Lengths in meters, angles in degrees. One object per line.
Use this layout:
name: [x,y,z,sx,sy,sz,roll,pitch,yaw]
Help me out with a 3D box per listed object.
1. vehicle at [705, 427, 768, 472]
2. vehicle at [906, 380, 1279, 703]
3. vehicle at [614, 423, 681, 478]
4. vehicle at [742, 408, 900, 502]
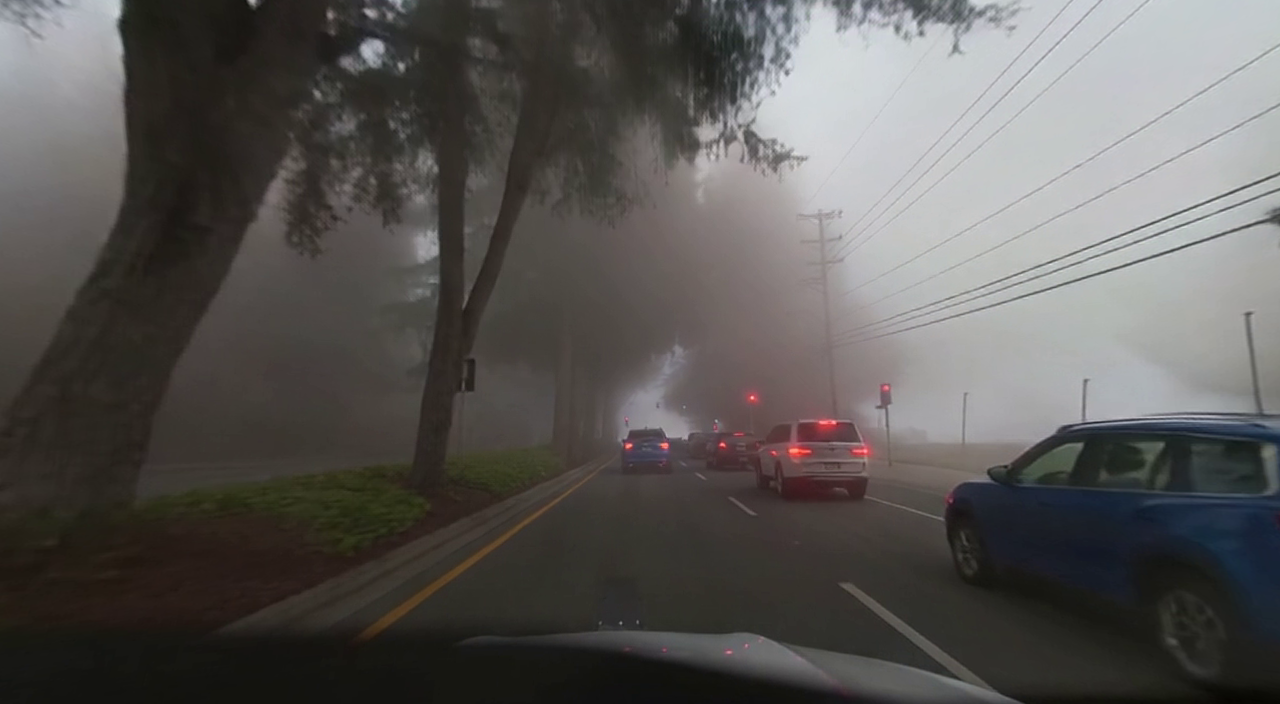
vehicle: [3.758,3.871,25.307,1.923,1.653,3.703,-1,-8,0]
vehicle: [3.727,1.097,4.333,1.881,1.512,4.294,-1,-8,-1]
vehicle: [0.237,3.483,22.610,2.163,1.746,4.073,-1,-8,0]
vehicle: [4.025,2.412,15.156,2.254,1.840,4.918,0,-8,-1]
